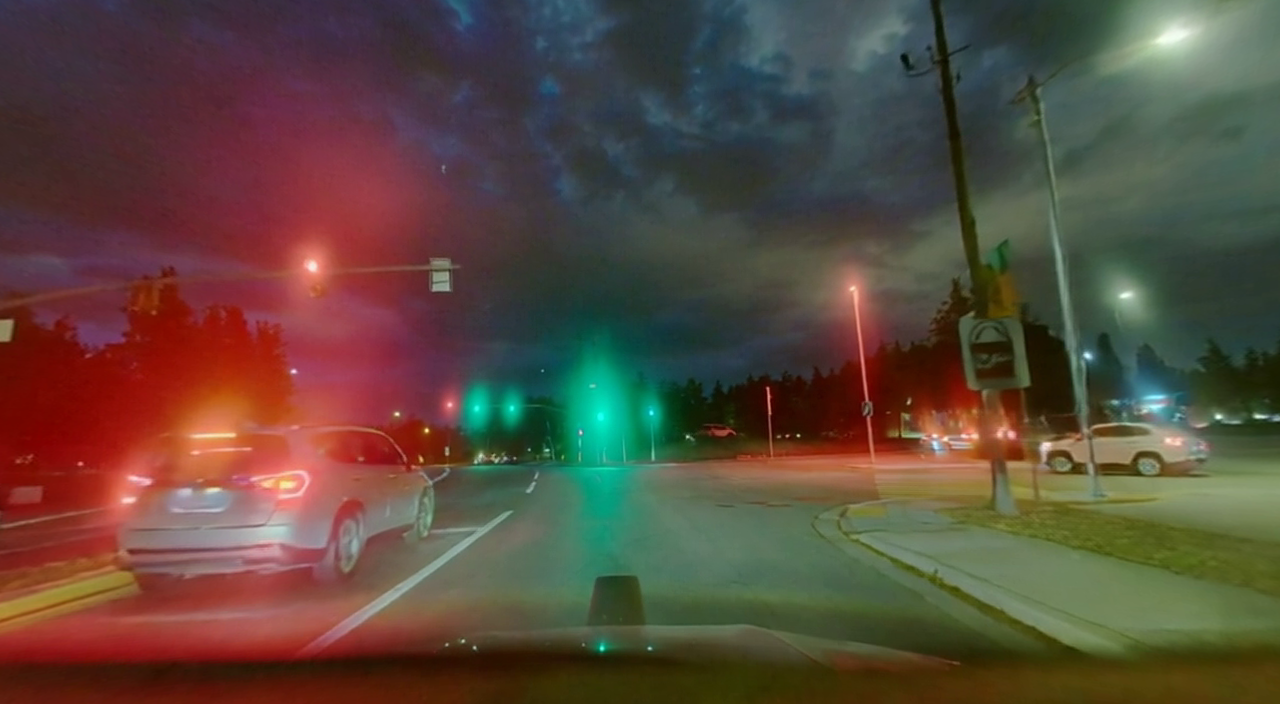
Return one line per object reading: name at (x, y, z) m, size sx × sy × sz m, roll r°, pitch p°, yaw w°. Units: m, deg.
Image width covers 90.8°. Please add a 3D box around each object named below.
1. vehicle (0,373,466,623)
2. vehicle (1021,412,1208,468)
vehicle at (-3.734, 1.429, 7.164) m, size 2.134 × 1.799 × 5.082 m, roll 0°, pitch -9°, yaw -1°
vehicle at (16.745, 3.192, 22.692) m, size 4.857 × 1.803 × 2.147 m, roll -4°, pitch -10°, yaw 23°
